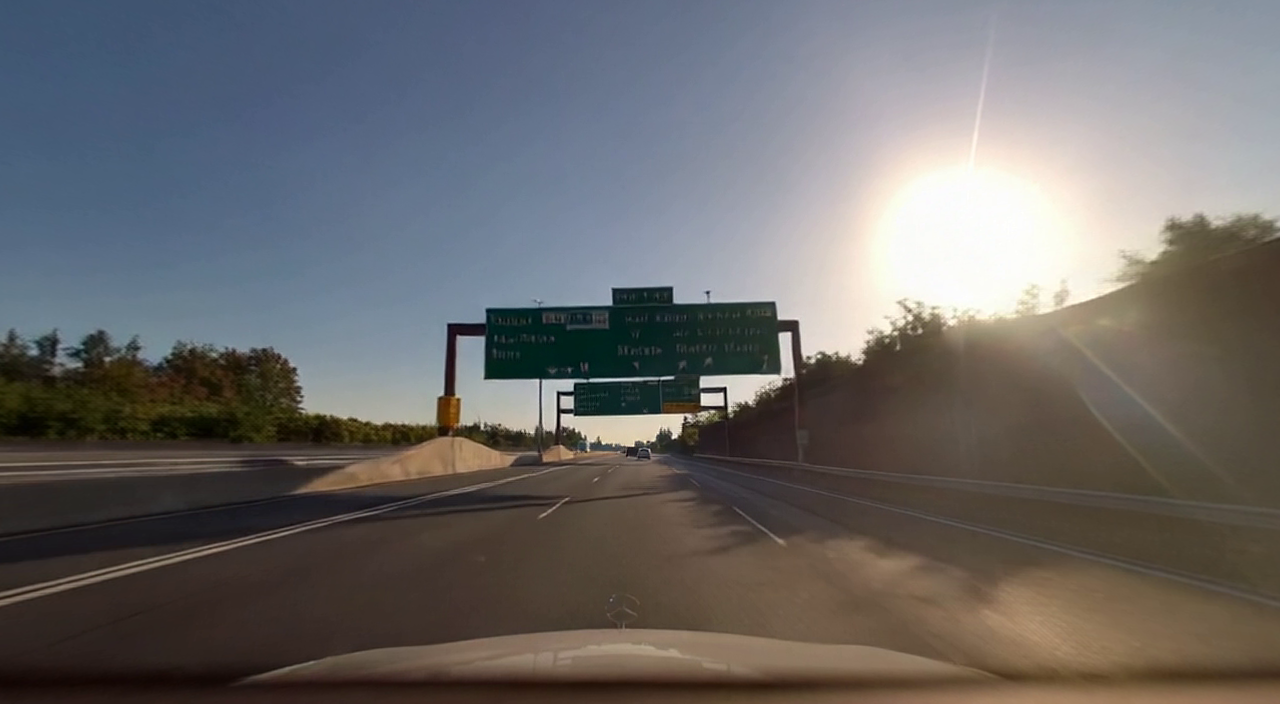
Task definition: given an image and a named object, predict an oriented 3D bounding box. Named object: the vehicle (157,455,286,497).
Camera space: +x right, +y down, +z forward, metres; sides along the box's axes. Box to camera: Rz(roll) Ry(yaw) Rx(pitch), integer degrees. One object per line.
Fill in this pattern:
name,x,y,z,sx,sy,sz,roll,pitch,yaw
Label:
vehicle,-16.661,4.910,25.437,1.874,1.474,4.784,0,-9,1
